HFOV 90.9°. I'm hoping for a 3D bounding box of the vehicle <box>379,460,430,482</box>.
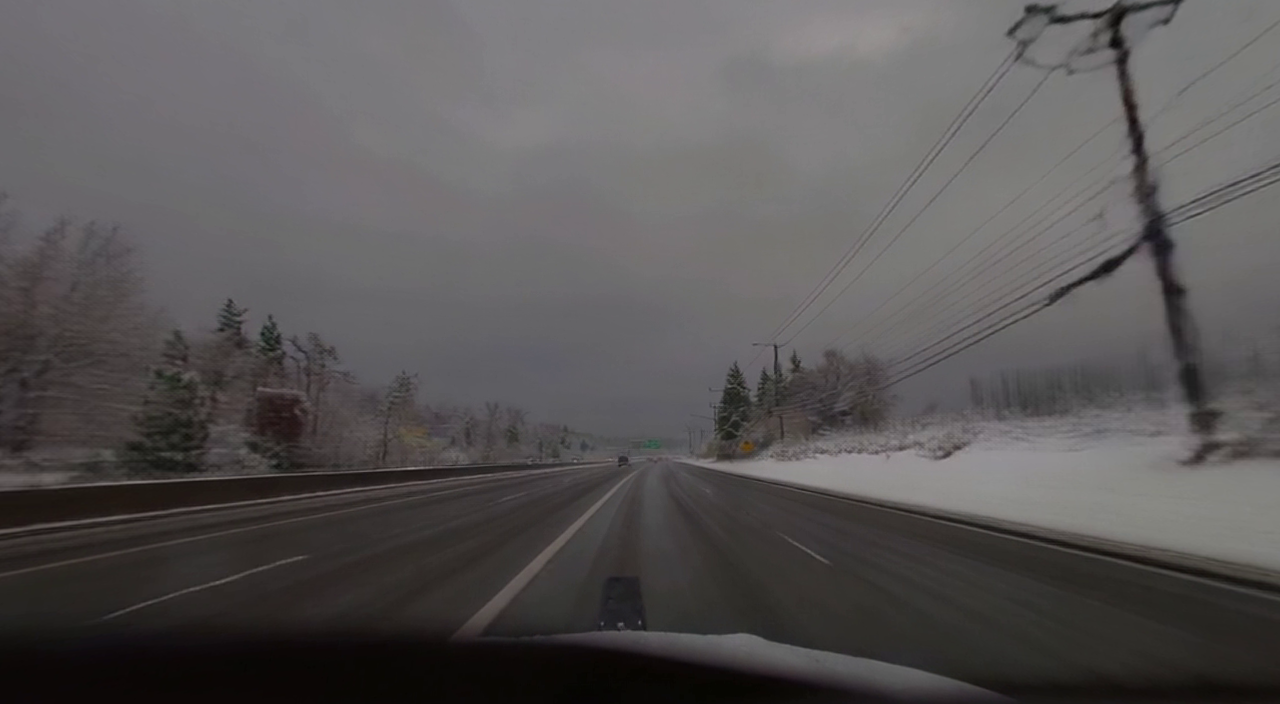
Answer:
[{"bbox_3d":[-17.440,8.835,46.876,1.897,1.454,4.631,-1,-9,2],"label":"vehicle"}]
